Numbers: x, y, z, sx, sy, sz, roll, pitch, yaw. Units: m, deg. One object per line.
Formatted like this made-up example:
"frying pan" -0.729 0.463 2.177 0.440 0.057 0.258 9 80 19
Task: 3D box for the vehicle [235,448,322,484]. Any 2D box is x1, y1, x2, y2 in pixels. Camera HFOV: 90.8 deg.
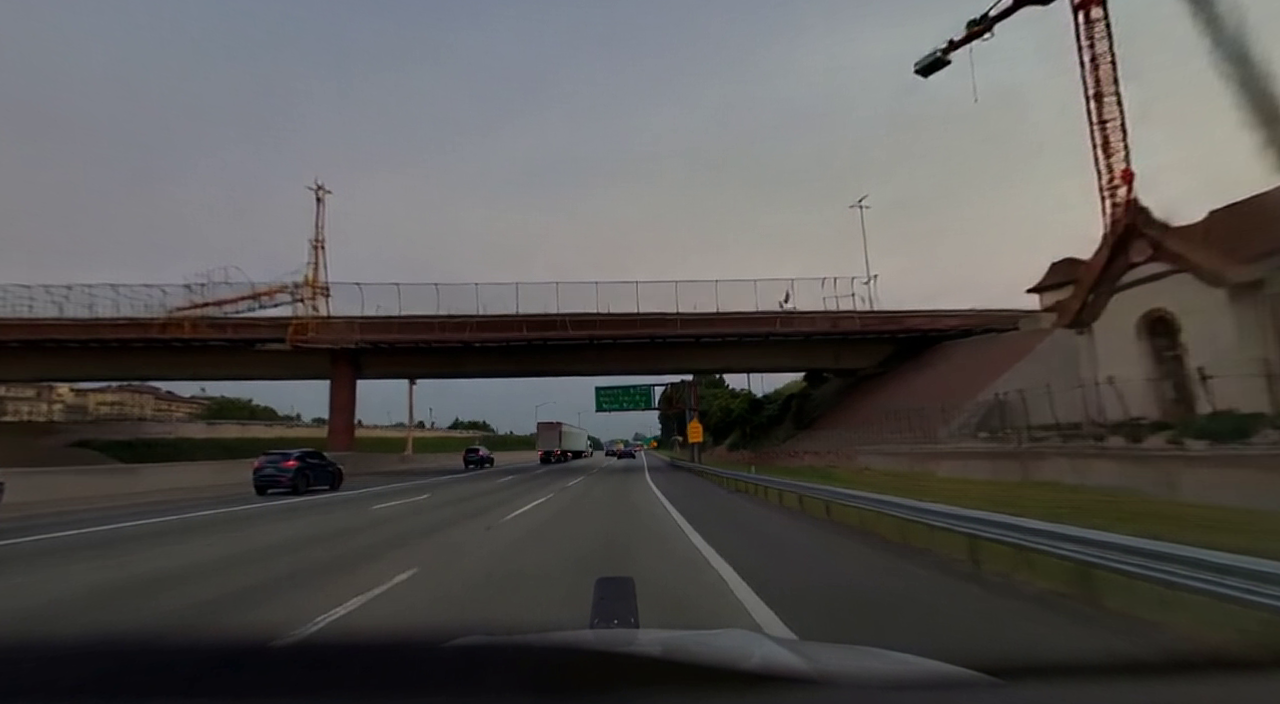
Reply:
"vehicle" -19.161 6.024 33.760 1.932 1.752 4.541 0 -9 0
